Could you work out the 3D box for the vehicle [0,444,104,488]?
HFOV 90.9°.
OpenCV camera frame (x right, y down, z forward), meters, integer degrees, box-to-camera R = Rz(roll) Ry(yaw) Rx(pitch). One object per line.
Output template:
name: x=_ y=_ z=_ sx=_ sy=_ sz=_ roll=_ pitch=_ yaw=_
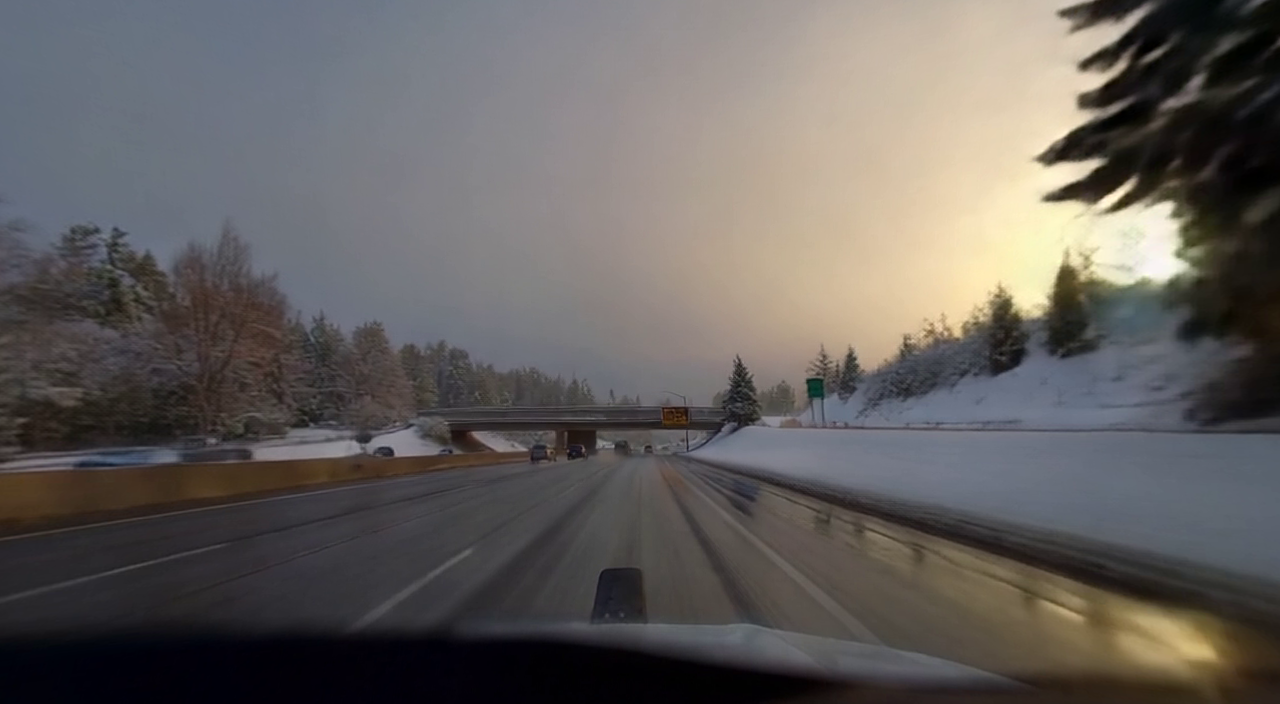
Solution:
vehicle: x=-20.615 y=3.852 z=21.595 sx=1.569 sy=1.354 sz=3.241 roll=0 pitch=-8 yaw=1
